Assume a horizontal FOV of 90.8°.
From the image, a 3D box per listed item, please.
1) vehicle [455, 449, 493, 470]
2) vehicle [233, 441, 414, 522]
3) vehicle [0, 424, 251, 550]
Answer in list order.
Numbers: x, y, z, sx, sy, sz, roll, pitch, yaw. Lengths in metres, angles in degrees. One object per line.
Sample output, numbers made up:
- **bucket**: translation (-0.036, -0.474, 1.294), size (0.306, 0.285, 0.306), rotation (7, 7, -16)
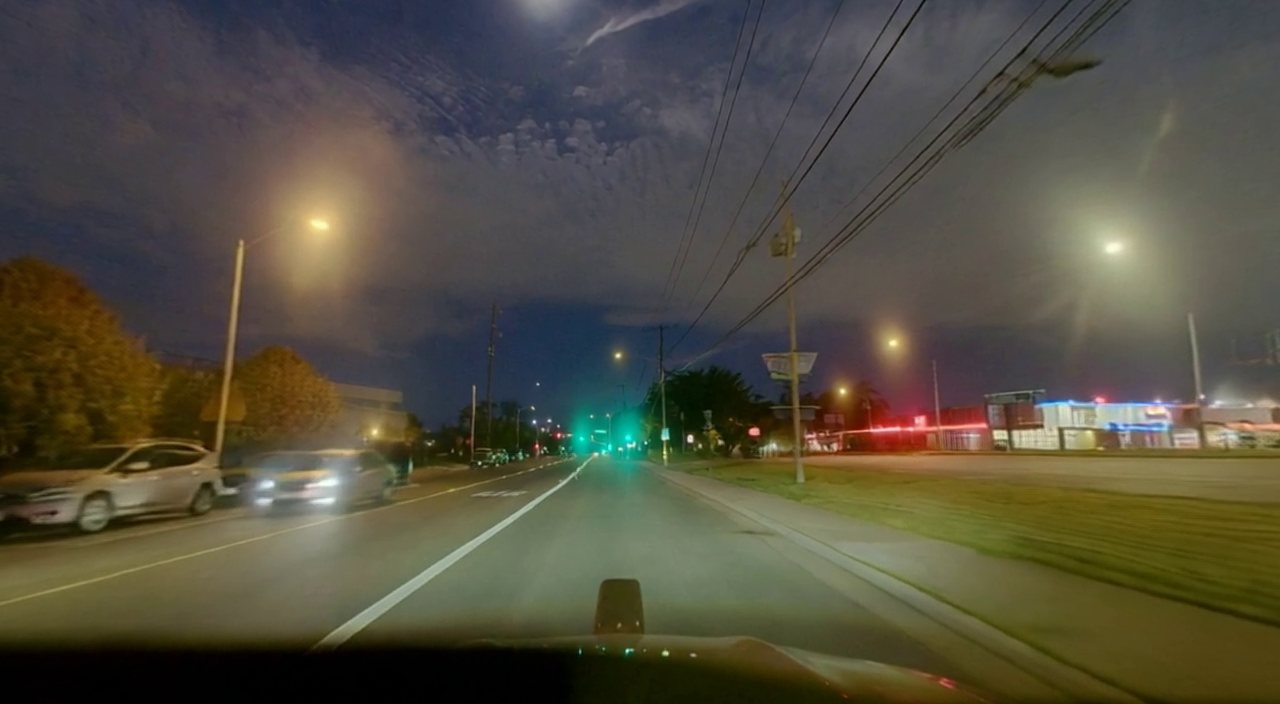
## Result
- **vehicle**: translation (-12.231, 7.913, 46.730), size (1.939, 1.502, 4.398), rotation (1, -9, -5)
- **vehicle**: translation (-6.803, 2.806, 14.219), size (1.849, 1.512, 4.302), rotation (0, -9, 0)
- **vehicle**: translation (-10.024, 2.432, 12.164), size (2.016, 1.872, 5.297), rotation (1, -9, -5)
